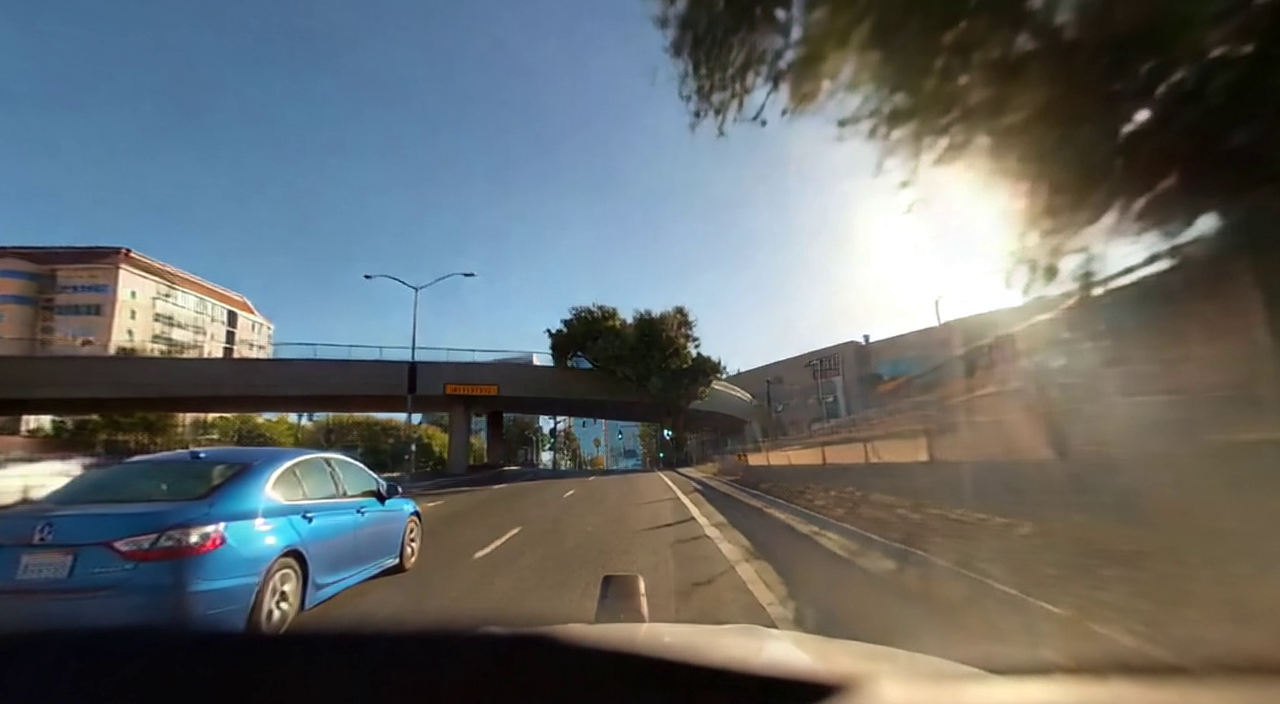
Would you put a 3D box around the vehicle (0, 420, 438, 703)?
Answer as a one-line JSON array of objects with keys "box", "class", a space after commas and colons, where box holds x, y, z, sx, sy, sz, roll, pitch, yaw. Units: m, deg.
[{"box": [-3.304, 1.371, 4.922, 2.041, 1.470, 4.290, 0, -9, 0], "class": "vehicle"}]
